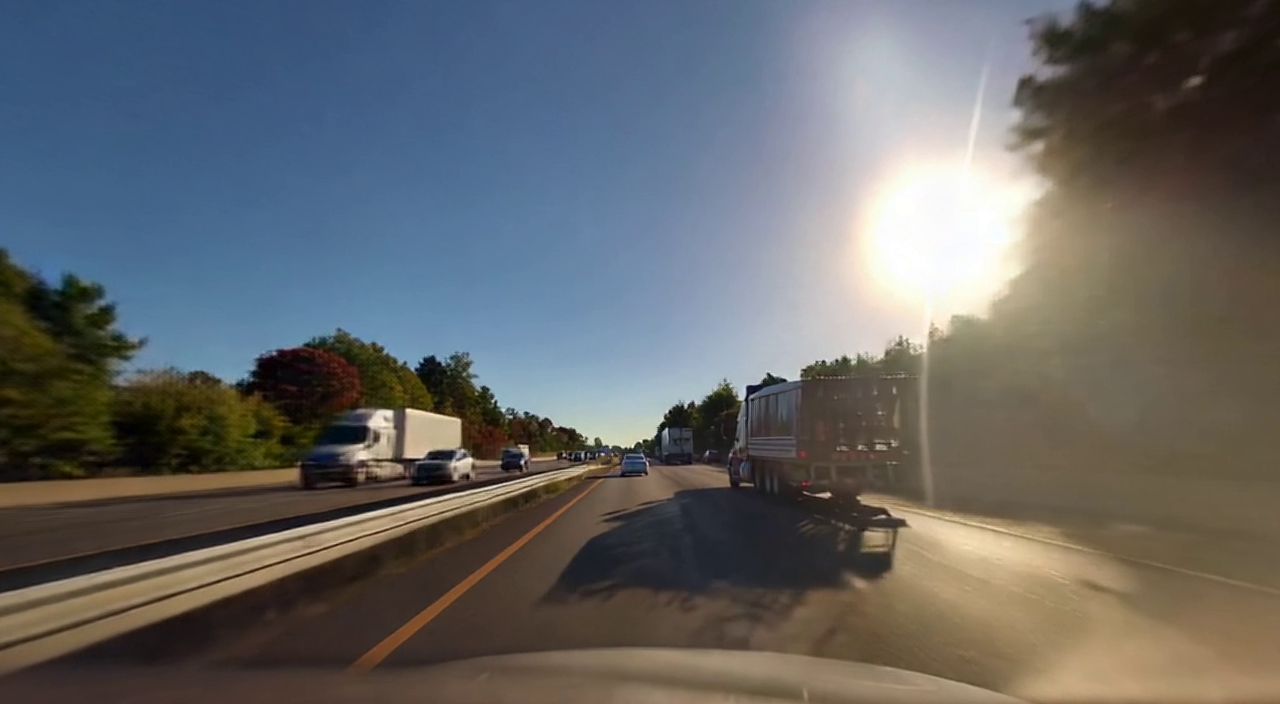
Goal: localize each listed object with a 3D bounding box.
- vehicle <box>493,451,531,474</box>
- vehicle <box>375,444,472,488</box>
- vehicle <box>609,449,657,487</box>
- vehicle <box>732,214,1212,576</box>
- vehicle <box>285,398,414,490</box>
[{"bbox_3d":[-8.857,7.647,43.767,1.848,1.453,3.640,0,-9,0],"label":"vehicle"},{"bbox_3d":[-8.501,4.521,25.303,2.065,1.558,5.029,0,-9,0],"label":"vehicle"},{"bbox_3d":[-0.299,4.915,27.015,1.939,1.495,3.612,0,-9,-1],"label":"vehicle"},{"bbox_3d":[4.628,1.476,13.977,2.842,4.060,13.939,0,-9,-1],"label":"vehicle"},{"bbox_3d":[-13.169,4.291,29.240,3.006,3.824,5.867,0,-9,0],"label":"vehicle"}]
